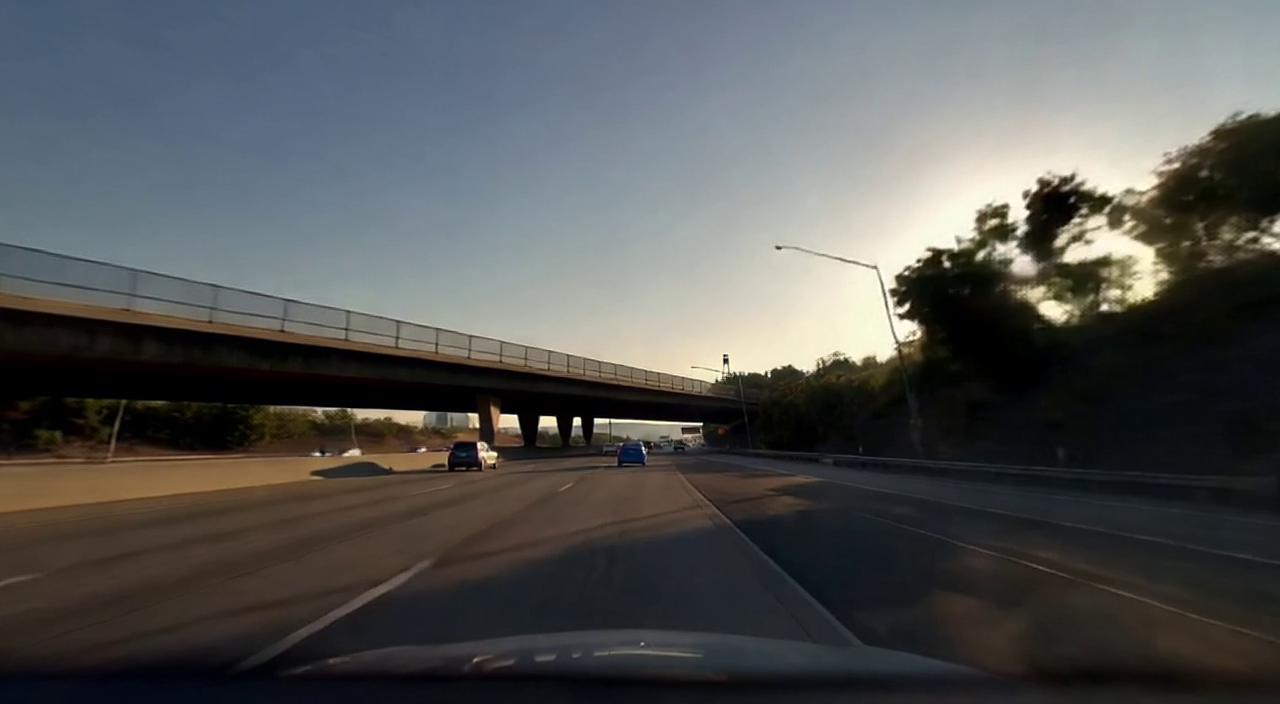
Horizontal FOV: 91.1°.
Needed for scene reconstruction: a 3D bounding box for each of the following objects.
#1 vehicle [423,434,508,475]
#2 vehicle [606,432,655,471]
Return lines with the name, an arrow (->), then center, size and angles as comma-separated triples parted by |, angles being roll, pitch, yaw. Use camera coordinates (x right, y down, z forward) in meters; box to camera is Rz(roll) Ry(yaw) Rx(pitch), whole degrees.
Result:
vehicle -> -6.976, 4.152, 25.656 | 1.994, 1.519, 4.668 | 0, -9, 1
vehicle -> -0.378, 4.709, 29.879 | 2.155, 1.690, 4.318 | 0, -8, 1
